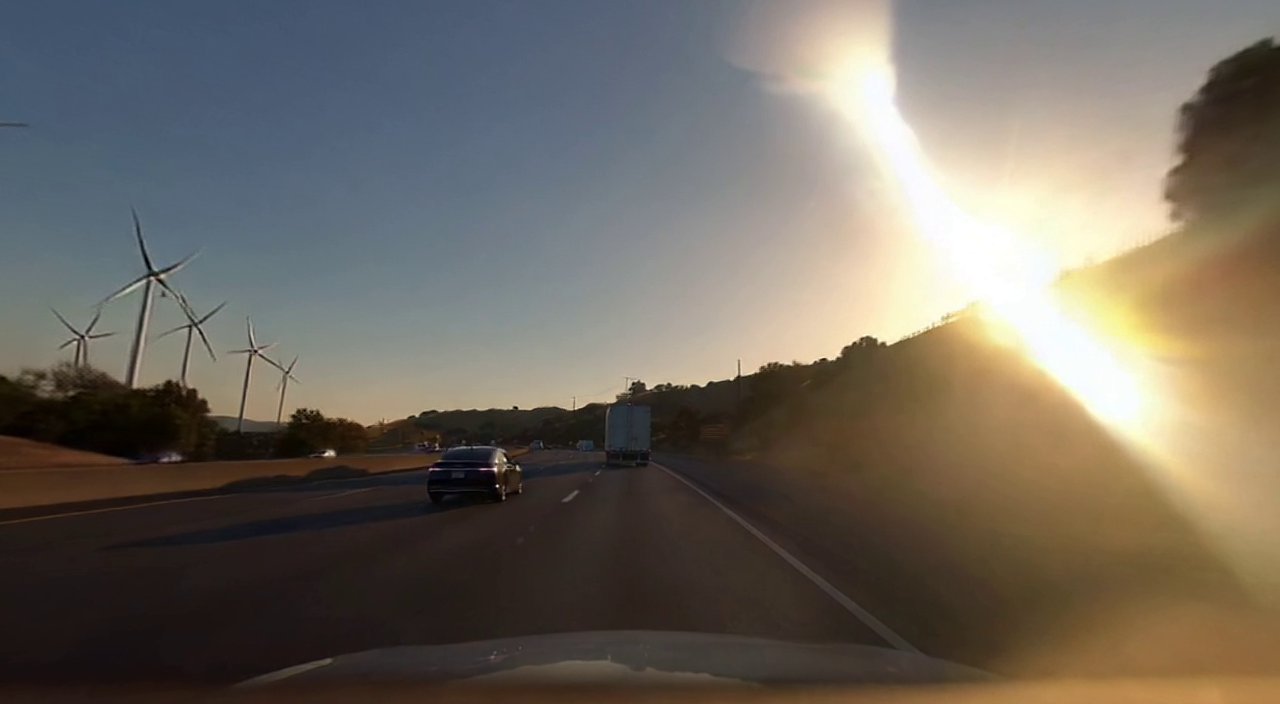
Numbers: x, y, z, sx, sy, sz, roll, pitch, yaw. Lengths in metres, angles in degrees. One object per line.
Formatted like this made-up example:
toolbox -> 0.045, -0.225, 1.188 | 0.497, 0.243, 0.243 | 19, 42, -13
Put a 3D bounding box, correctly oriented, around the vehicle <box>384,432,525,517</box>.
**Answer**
vehicle -> -4.054, 2.719, 14.487 | 2.109, 1.684, 3.783 | 0, -8, -1
